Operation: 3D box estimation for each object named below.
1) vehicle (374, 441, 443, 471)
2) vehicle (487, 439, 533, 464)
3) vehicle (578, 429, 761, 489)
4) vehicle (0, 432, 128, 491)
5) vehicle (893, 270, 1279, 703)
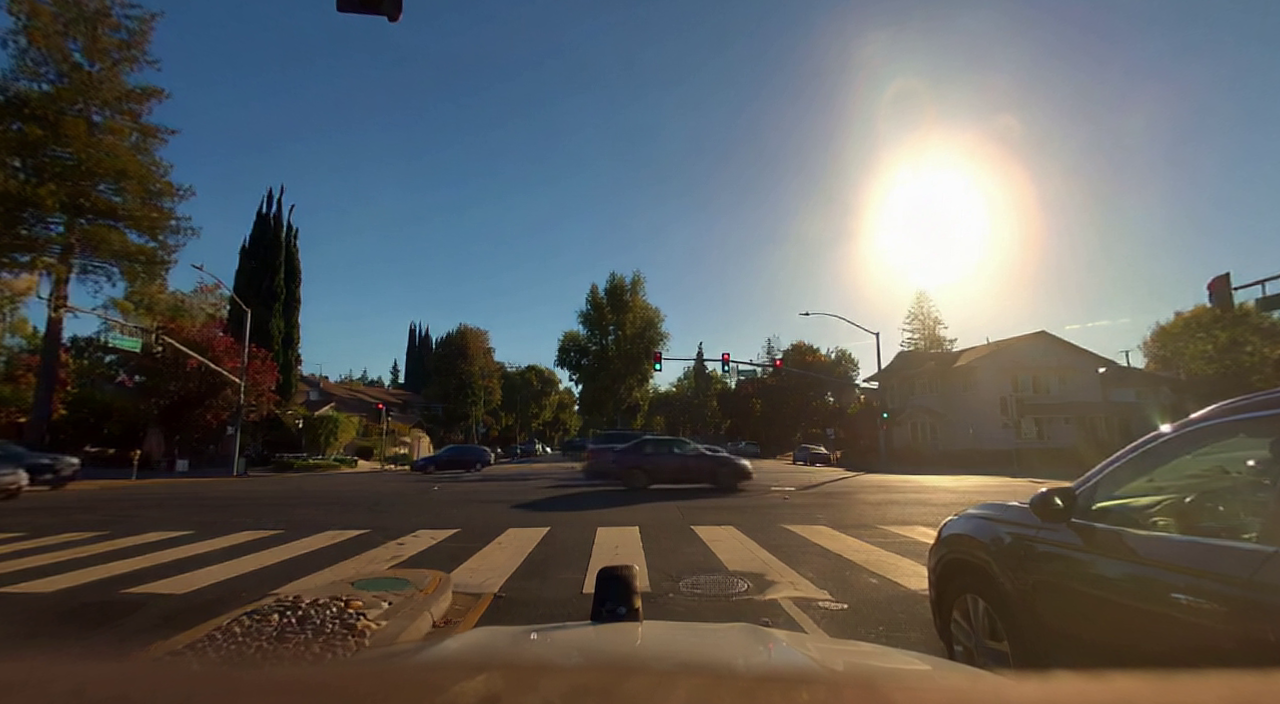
[{"bbox_3d":[-14.371,6.481,39.540,2.065,1.775,4.667,-1,-9,7],"label":"vehicle"},{"bbox_3d":[-8.886,6.870,43.709,2.028,1.654,5.027,0,-9,1],"label":"vehicle"},{"bbox_3d":[0.876,3.310,19.730,5.403,1.759,2.040,0,-9,0],"label":"vehicle"},{"bbox_3d":[-19.640,3.454,20.043,4.860,1.748,2.160,0,-9,1],"label":"vehicle"},{"bbox_3d":[2.730,0.704,1.725,2.085,1.800,4.908,0,-9,1],"label":"vehicle"}]
